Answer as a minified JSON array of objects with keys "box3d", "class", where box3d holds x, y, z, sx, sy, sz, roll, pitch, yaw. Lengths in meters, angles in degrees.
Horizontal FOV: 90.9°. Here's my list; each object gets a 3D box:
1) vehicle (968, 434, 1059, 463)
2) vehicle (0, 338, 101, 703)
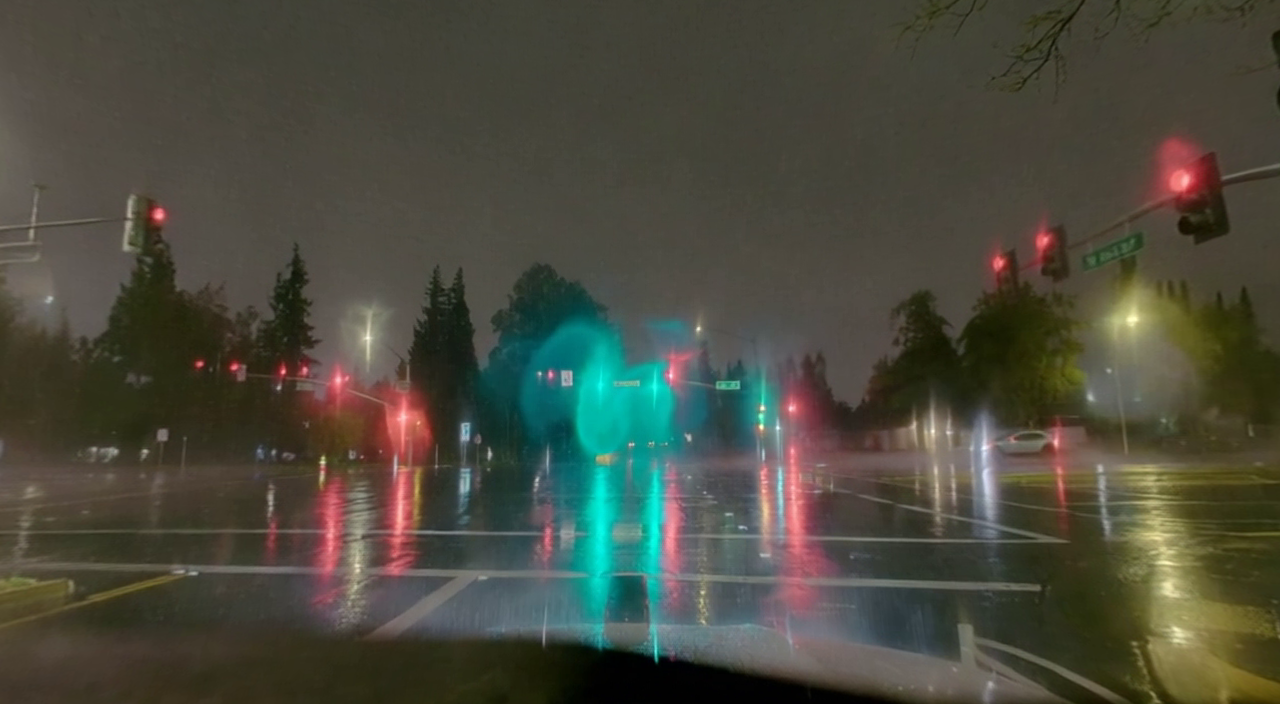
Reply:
[{"box3d":[20.042,5.189,34.005,3.952,1.468,1.768,-4,-9,22],"class":"vehicle"},{"box3d":[-3.266,0.529,0.407,1.954,1.689,4.347,0,-8,0],"class":"vehicle"}]
